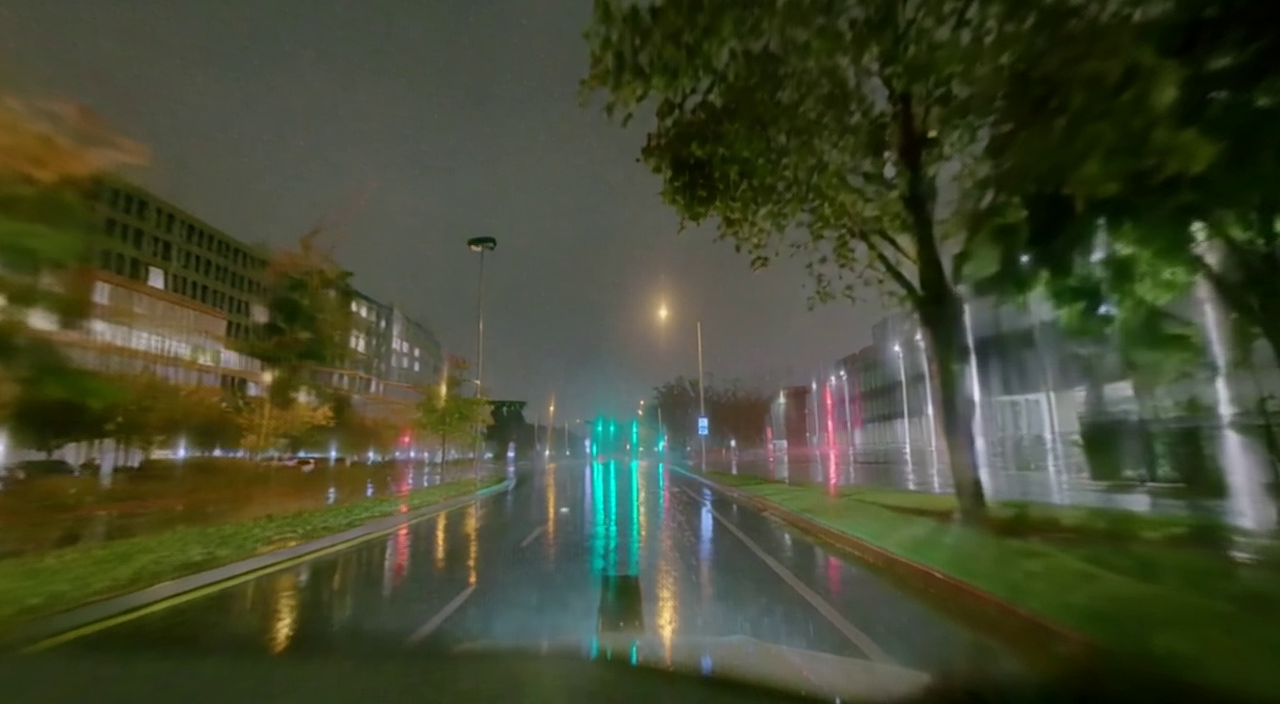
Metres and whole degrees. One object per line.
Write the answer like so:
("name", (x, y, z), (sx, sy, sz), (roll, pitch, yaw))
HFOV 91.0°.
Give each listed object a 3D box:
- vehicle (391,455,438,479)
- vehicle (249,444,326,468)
("vehicle", (-17.267, 8.796, 48.377), (1.921, 1.541, 4.541), (-1, -8, 0))
("vehicle", (-25.598, 7.584, 45.838), (4.308, 1.612, 1.989), (1, -8, 0))
